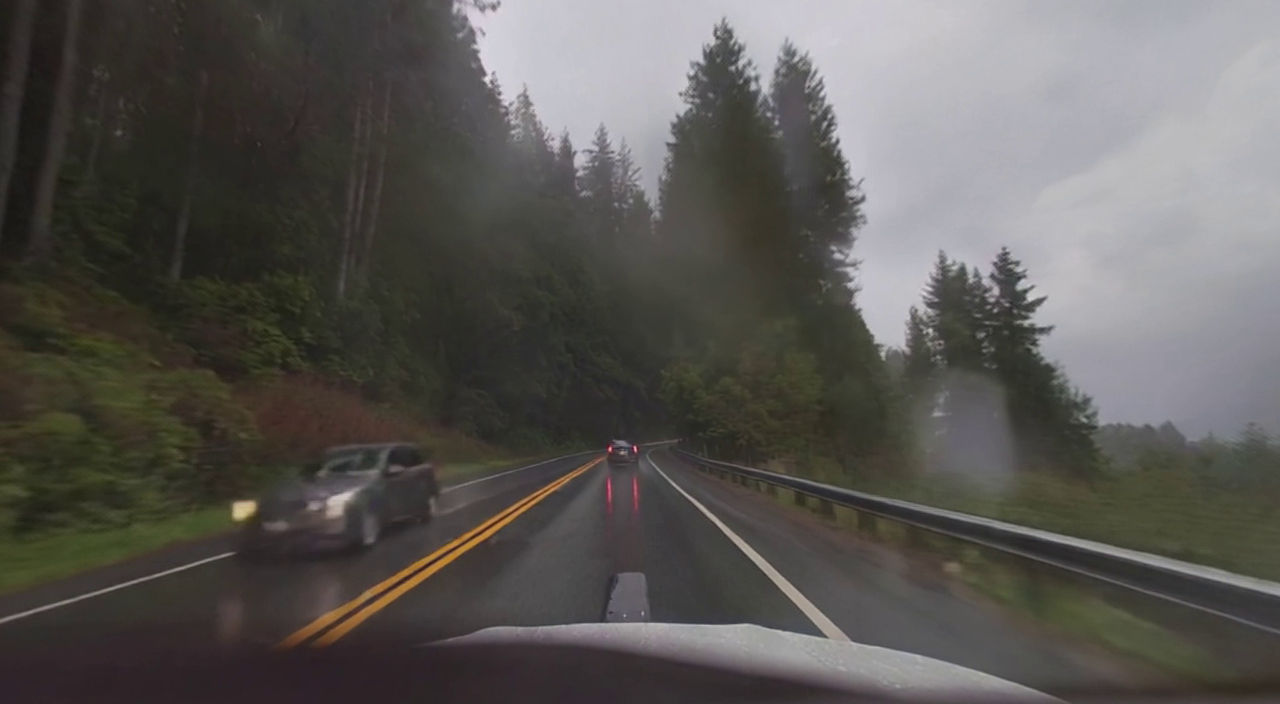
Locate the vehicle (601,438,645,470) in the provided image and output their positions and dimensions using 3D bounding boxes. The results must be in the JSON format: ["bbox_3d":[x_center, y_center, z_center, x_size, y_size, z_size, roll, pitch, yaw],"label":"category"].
[{"bbox_3d":[-0.892,5.206,32.457,2.120,1.491,4.349,-1,-9,-2],"label":"vehicle"}]

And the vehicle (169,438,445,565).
[{"bbox_3d":[-4.963,2.249,10.286,2.200,1.588,4.150,-1,-9,1],"label":"vehicle"}]
